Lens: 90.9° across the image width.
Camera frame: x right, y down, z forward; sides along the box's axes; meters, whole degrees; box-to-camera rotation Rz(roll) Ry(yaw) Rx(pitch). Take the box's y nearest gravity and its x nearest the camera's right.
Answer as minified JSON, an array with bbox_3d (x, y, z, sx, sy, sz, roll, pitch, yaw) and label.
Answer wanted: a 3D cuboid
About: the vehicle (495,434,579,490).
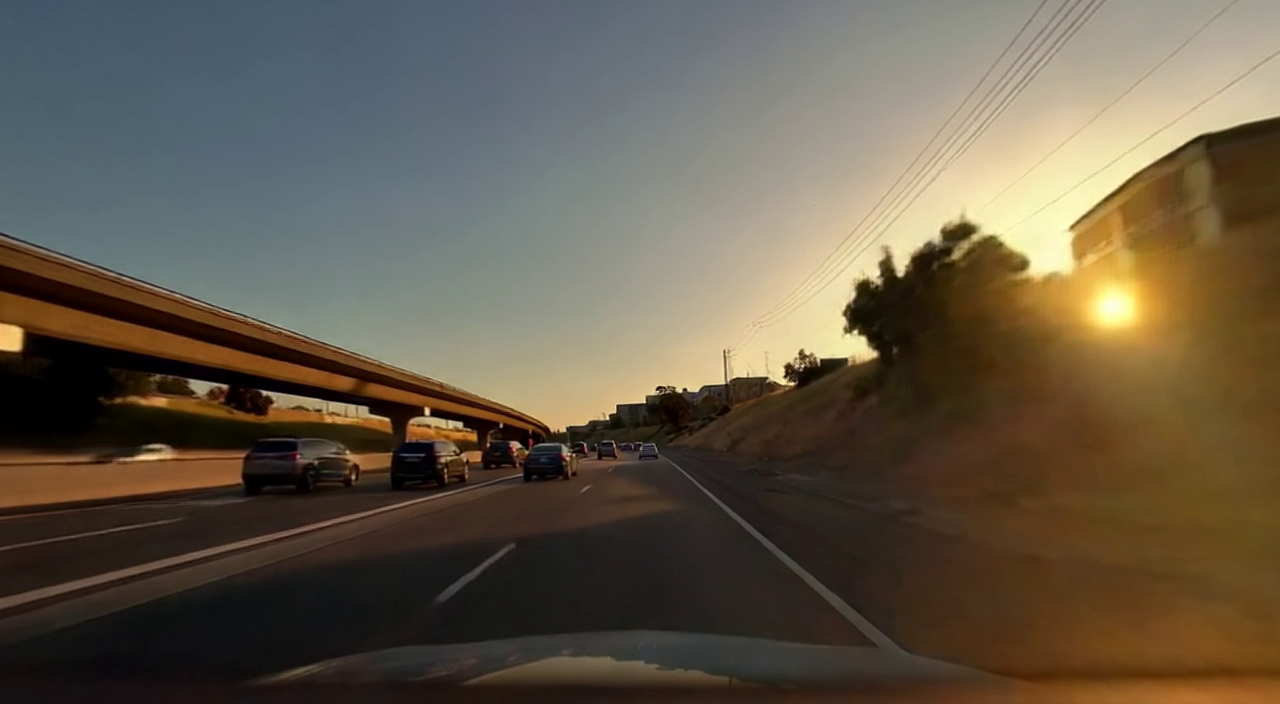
[{"bbox_3d":[-3.433,3.757,21.980,2.052,1.731,4.372,0,-8,2],"label":"vehicle"}]

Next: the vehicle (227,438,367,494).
[{"bbox_3d":[-11.154,3.702,20.972,1.951,1.628,4.617,0,-8,1],"label":"vehicle"}]

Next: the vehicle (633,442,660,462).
[{"bbox_3d":[0.483,7.833,49.543,2.074,1.465,3.977,0,-8,0],"label":"vehicle"}]

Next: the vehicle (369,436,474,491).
[{"bbox_3d":[-7.239,3.715,21.410,1.959,1.652,4.170,0,-8,2],"label":"vehicle"}]
